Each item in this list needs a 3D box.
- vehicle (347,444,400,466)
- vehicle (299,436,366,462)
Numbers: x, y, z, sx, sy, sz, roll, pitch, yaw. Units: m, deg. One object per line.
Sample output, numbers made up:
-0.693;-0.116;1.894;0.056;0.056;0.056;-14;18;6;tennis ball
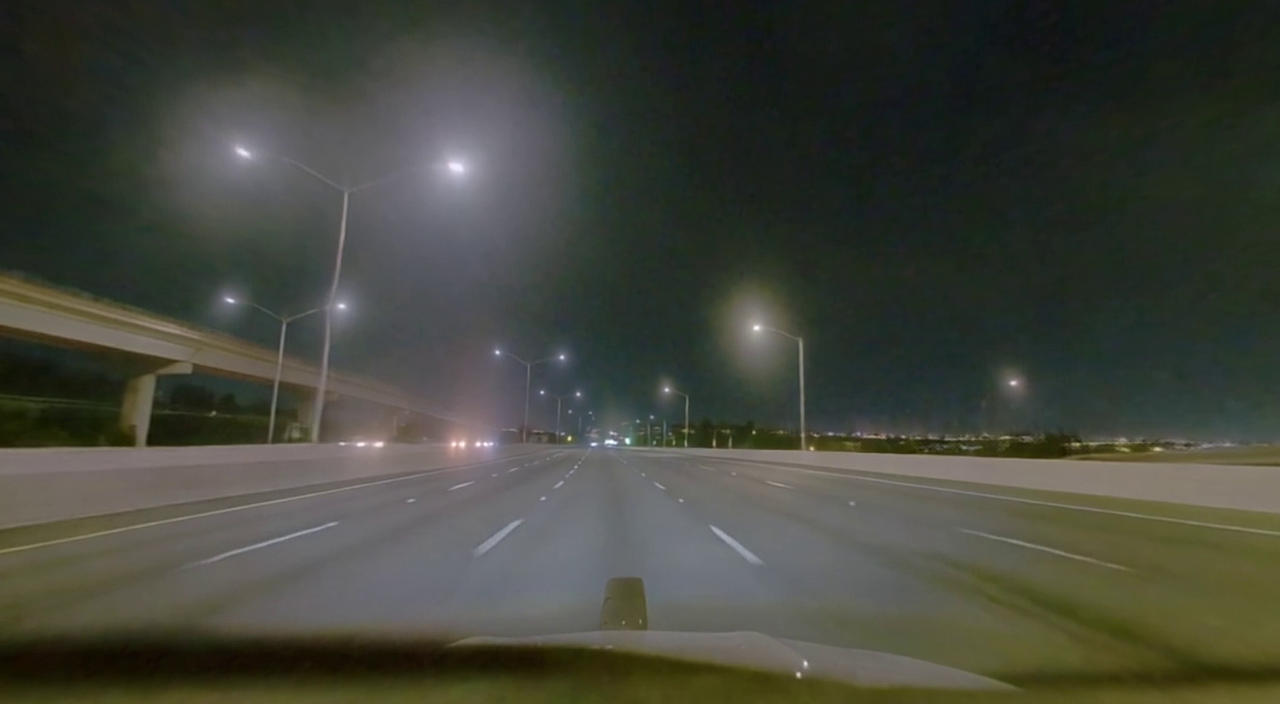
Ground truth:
-18.750;7.252;44.561;2.005;1.446;4.235;0;-9;-1;vehicle
-22.717;7.200;46.849;2.239;1.802;5.754;0;-9;-2;vehicle
